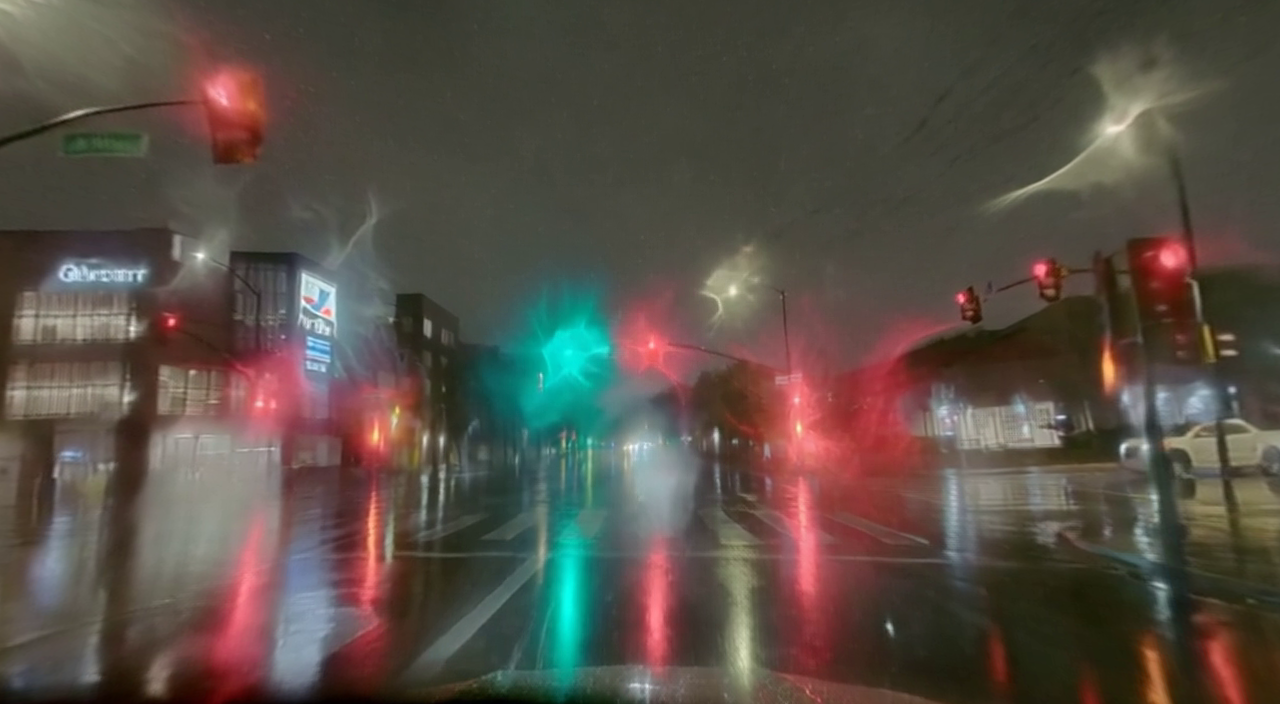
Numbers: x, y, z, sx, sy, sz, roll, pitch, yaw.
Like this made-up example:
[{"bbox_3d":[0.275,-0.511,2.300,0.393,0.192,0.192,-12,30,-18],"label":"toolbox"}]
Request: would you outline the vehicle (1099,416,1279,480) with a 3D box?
[{"bbox_3d":[17.026,2.870,18.957,4.836,1.795,1.957,0,-8,0],"label":"vehicle"}]
